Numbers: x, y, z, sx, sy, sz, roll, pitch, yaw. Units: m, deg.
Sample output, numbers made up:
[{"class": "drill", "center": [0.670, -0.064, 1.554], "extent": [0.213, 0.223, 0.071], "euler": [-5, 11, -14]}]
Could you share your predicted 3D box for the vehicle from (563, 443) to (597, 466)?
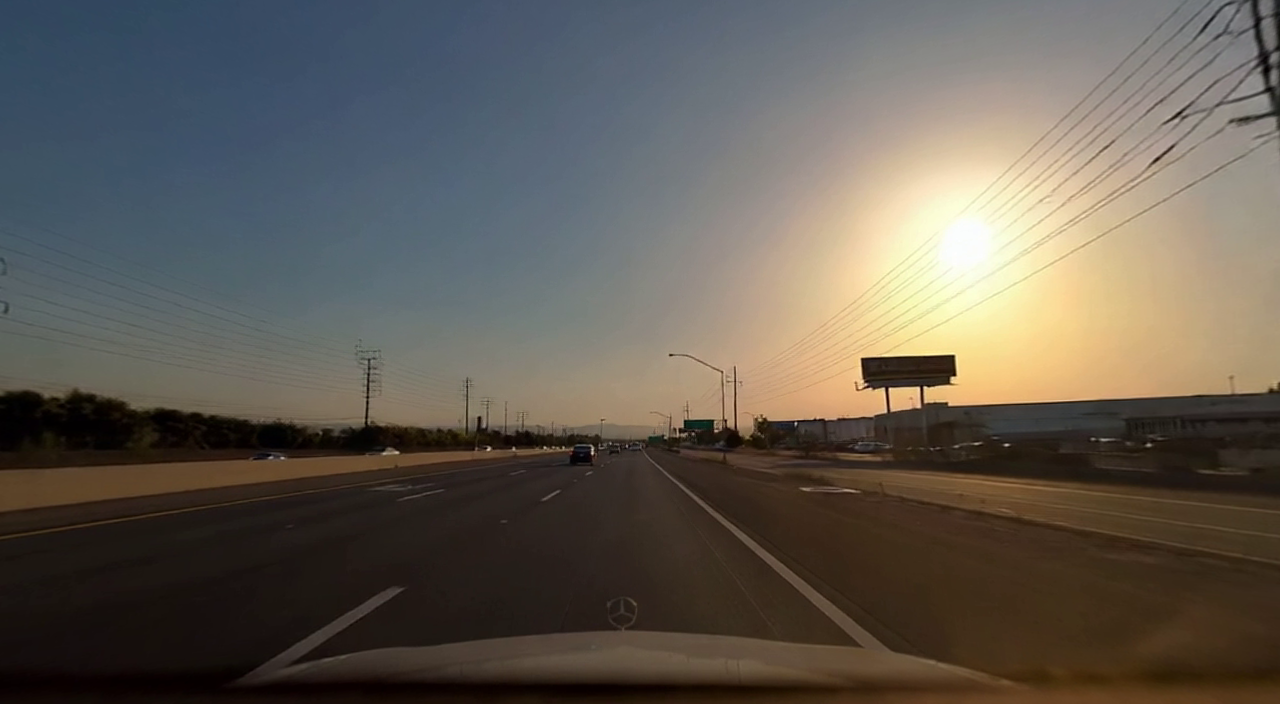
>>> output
[{"class": "vehicle", "center": [-4.219, 7.271, 45.018], "extent": [1.940, 1.479, 4.545], "euler": [0, -9, 0]}]
